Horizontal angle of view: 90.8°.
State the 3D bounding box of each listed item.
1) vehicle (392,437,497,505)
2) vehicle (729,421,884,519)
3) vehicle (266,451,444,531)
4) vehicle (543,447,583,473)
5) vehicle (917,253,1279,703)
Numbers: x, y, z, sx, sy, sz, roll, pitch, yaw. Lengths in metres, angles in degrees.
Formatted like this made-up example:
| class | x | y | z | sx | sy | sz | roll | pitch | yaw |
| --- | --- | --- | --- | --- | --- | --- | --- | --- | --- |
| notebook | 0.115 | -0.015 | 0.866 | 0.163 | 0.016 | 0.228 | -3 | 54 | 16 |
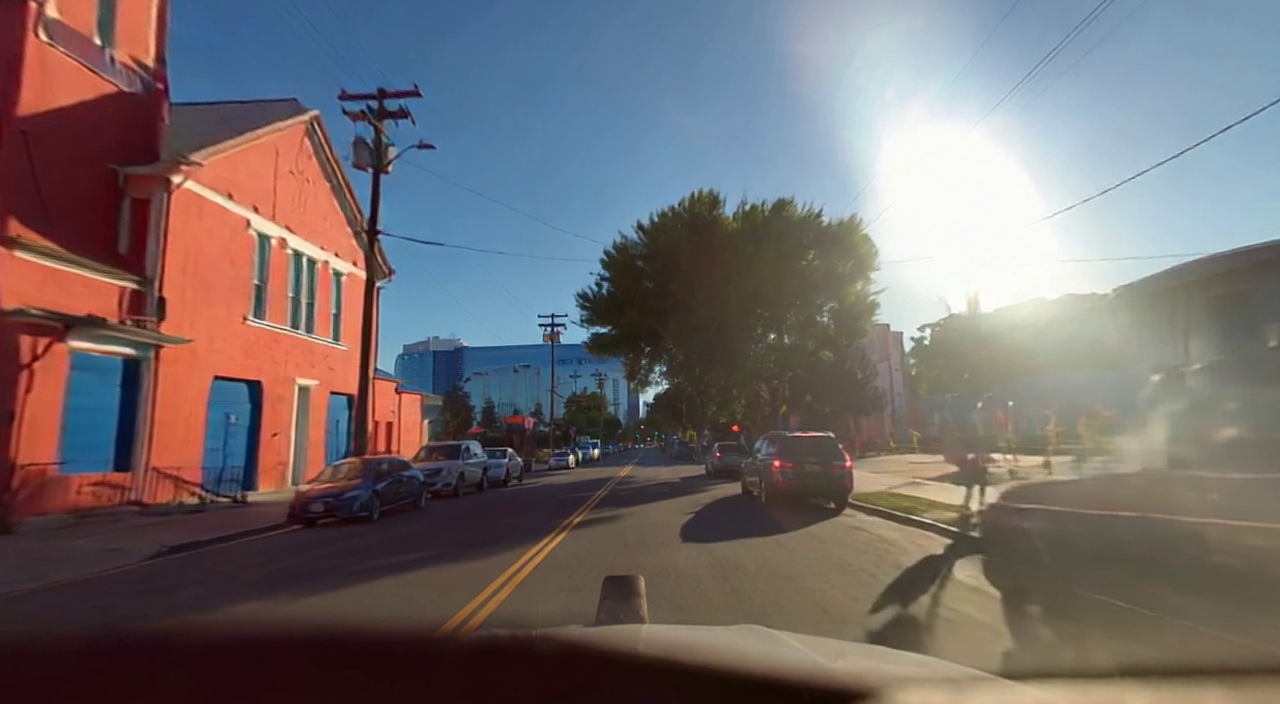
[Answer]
| class | x | y | z | sx | sy | sz | roll | pitch | yaw |
| --- | --- | --- | --- | --- | --- | --- | --- | --- | --- |
| vehicle | -6.058 | 3.705 | 20.140 | 1.983 | 1.809 | 4.503 | -2 | -9 | -1 |
| vehicle | 3.478 | 2.586 | 14.310 | 2.182 | 1.824 | 4.622 | 0 | -9 | -1 |
| vehicle | -6.163 | 3.020 | 14.364 | 1.844 | 1.486 | 4.474 | 0 | -9 | 2 |
| vehicle | -5.390 | 7.578 | 44.540 | 1.910 | 1.488 | 3.999 | -5 | -7 | 5 |
| vehicle | 3.321 | 0.730 | 2.539 | 2.263 | 1.996 | 4.870 | 0 | -9 | 1 |
